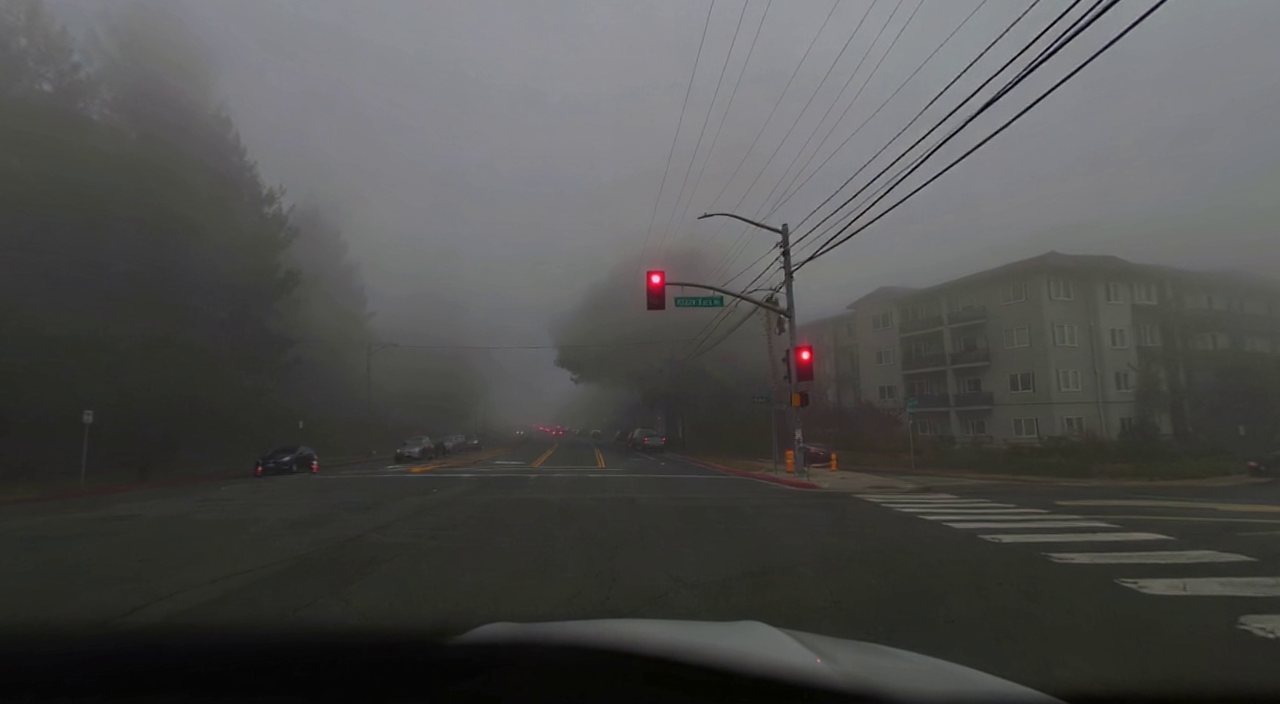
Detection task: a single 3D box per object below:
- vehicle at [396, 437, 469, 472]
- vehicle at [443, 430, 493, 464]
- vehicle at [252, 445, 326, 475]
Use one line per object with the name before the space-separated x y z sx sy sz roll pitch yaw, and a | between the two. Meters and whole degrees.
vehicle | -9.660 4.802 29.799 2.116 1.521 4.294 0 -9 -2
vehicle | -9.768 5.456 36.188 1.910 1.818 4.057 0 -9 -3
vehicle | -21.049 6.471 38.107 1.981 1.628 4.336 0 -9 -1
